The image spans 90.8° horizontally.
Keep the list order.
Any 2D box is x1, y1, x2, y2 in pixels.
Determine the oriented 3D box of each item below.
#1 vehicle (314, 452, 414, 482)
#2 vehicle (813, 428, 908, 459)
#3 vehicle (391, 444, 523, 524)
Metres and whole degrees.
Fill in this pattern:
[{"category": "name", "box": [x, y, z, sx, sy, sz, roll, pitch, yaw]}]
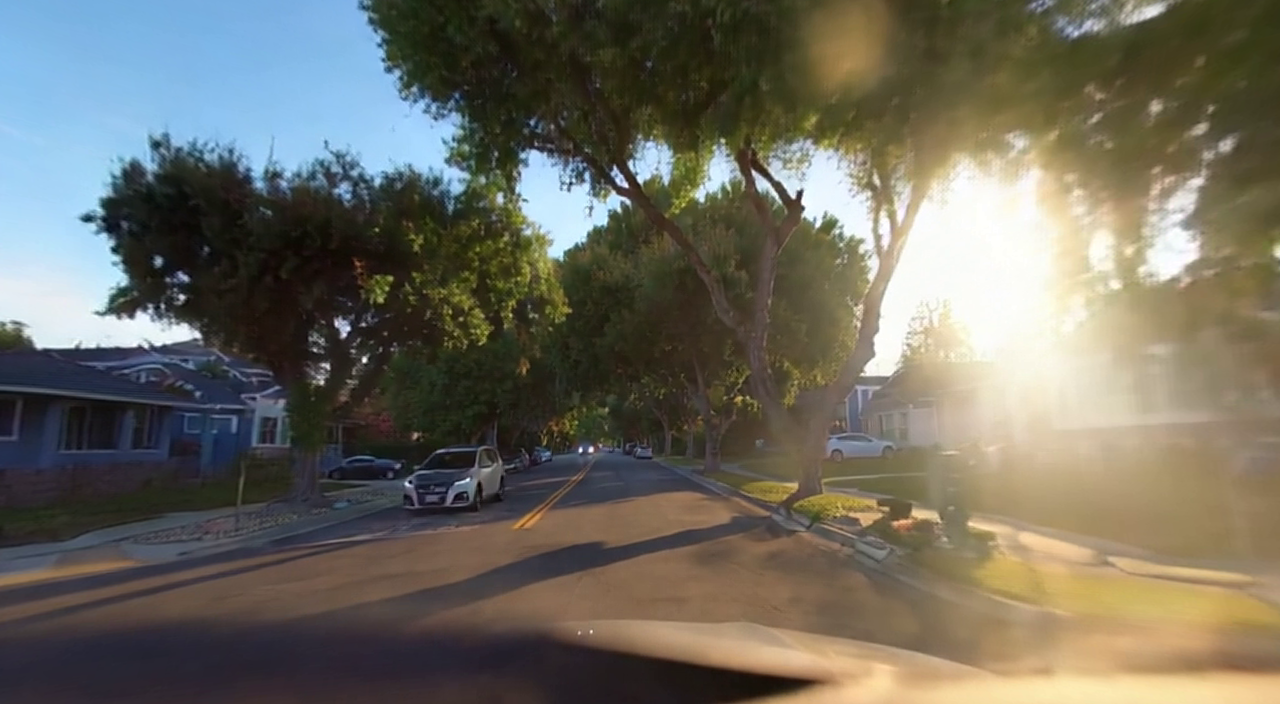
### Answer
[{"category": "vehicle", "box": [-14.707, 6.116, 33.734, 4.487, 1.464, 1.889, -1, -9, 10]}, {"category": "vehicle", "box": [11.661, 4.861, 33.675, 4.389, 1.480, 2.038, -2, -7, 8]}, {"category": "vehicle", "box": [-4.338, 3.175, 15.805, 1.973, 1.683, 4.400, 0, -9, 0]}]
